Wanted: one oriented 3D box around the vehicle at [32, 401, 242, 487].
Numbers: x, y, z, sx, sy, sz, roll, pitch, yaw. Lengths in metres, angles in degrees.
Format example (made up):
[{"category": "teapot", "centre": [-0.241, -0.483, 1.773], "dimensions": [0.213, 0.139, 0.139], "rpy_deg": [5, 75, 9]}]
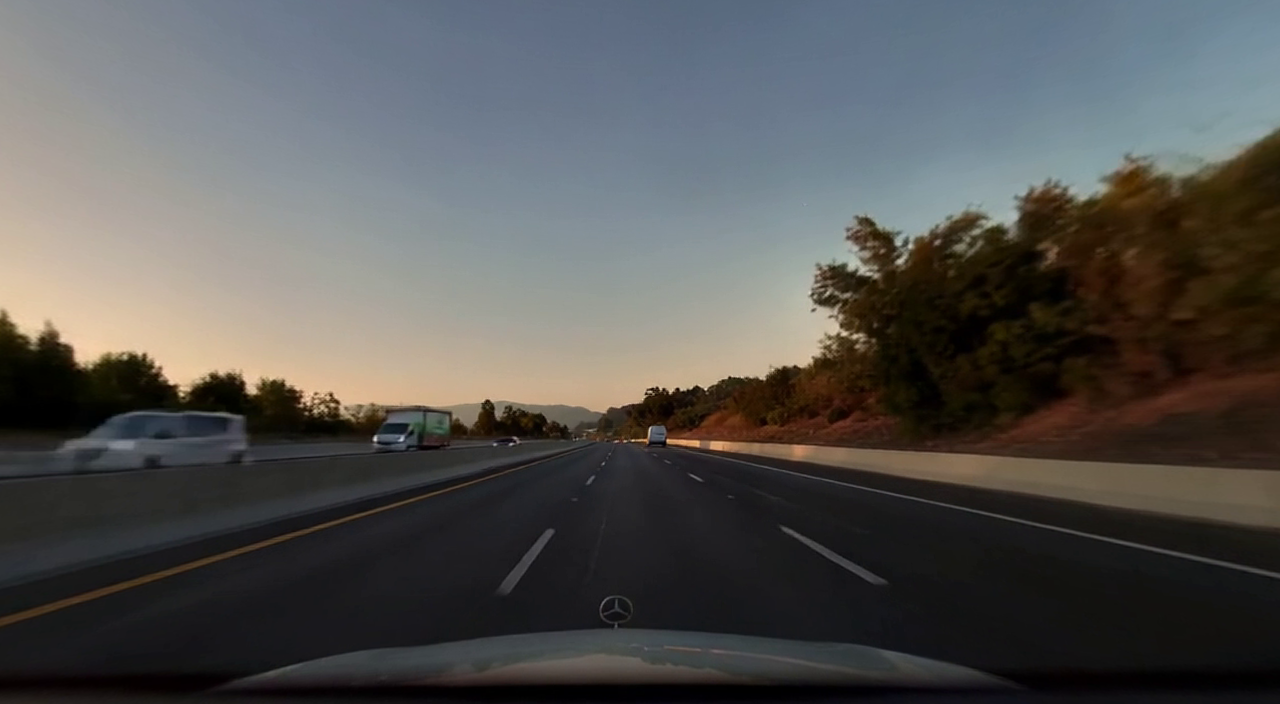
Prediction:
[{"category": "vehicle", "centre": [-17.250, 3.224, 22.218], "dimensions": [2.416, 2.561, 5.947], "rpy_deg": [-1, -8, 0]}]
